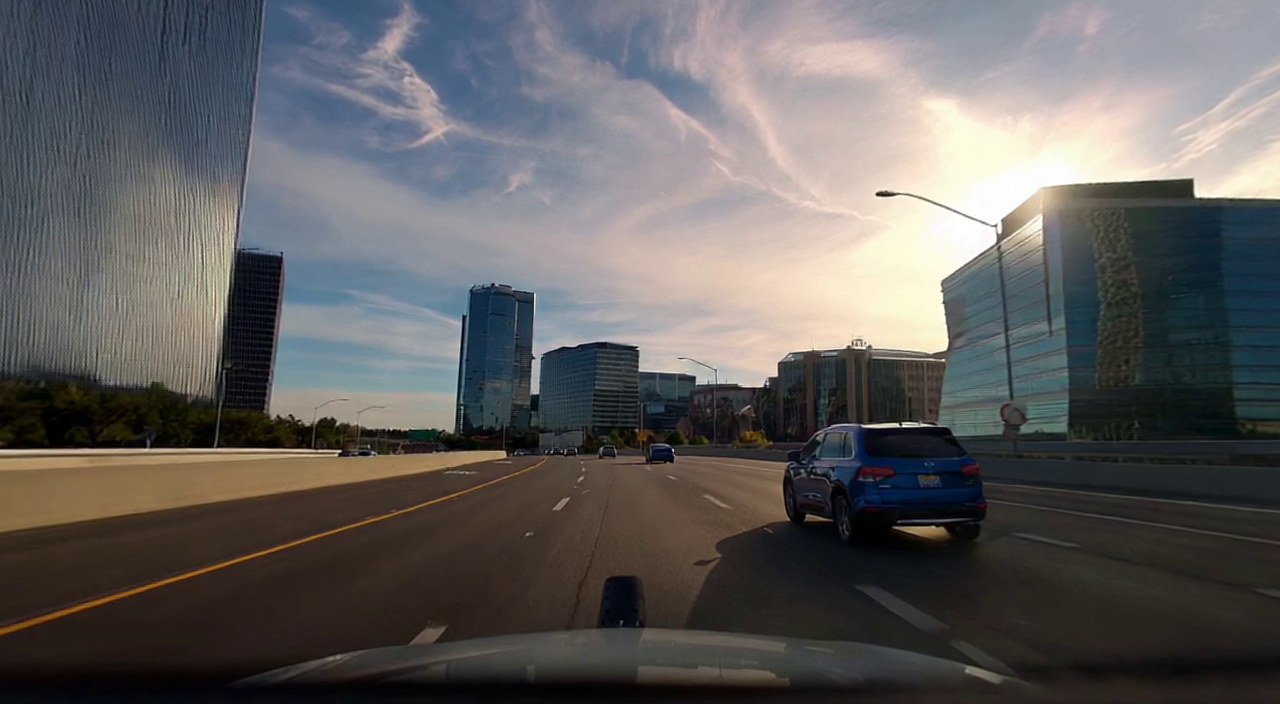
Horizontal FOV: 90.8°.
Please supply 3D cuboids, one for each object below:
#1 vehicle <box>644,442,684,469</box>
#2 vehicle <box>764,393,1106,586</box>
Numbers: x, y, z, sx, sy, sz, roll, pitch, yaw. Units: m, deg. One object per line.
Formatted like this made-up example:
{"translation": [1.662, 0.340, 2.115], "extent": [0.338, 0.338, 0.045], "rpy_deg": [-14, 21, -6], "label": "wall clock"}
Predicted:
{"translation": [1.613, 7.213, 44.148], "extent": [2.110, 1.780, 4.682], "rpy_deg": [1, -9, -6], "label": "vehicle"}
{"translation": [3.267, 1.632, 8.301], "extent": [2.182, 1.826, 4.392], "rpy_deg": [0, -9, -3], "label": "vehicle"}
